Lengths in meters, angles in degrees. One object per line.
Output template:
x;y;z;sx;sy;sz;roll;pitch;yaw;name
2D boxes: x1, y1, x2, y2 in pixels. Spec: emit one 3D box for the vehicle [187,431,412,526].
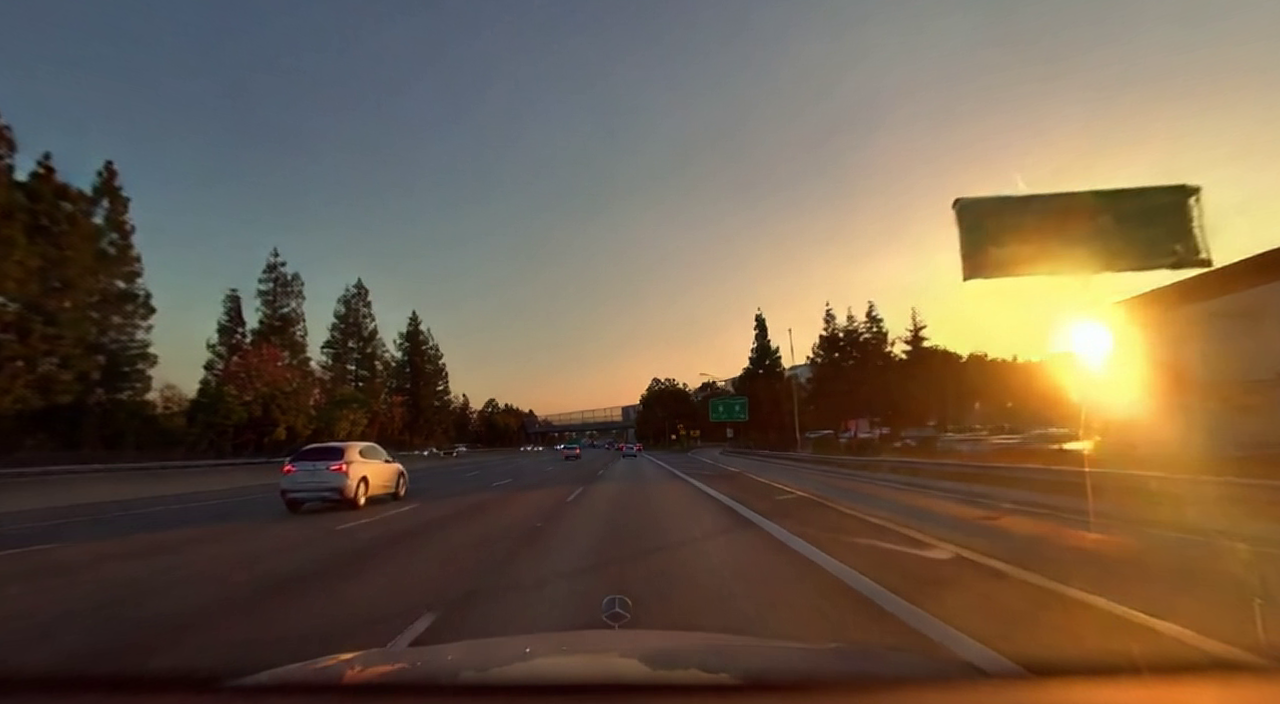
-6.708;2.526;13.256;2.016;1.606;4.806;0;-9;0;vehicle
